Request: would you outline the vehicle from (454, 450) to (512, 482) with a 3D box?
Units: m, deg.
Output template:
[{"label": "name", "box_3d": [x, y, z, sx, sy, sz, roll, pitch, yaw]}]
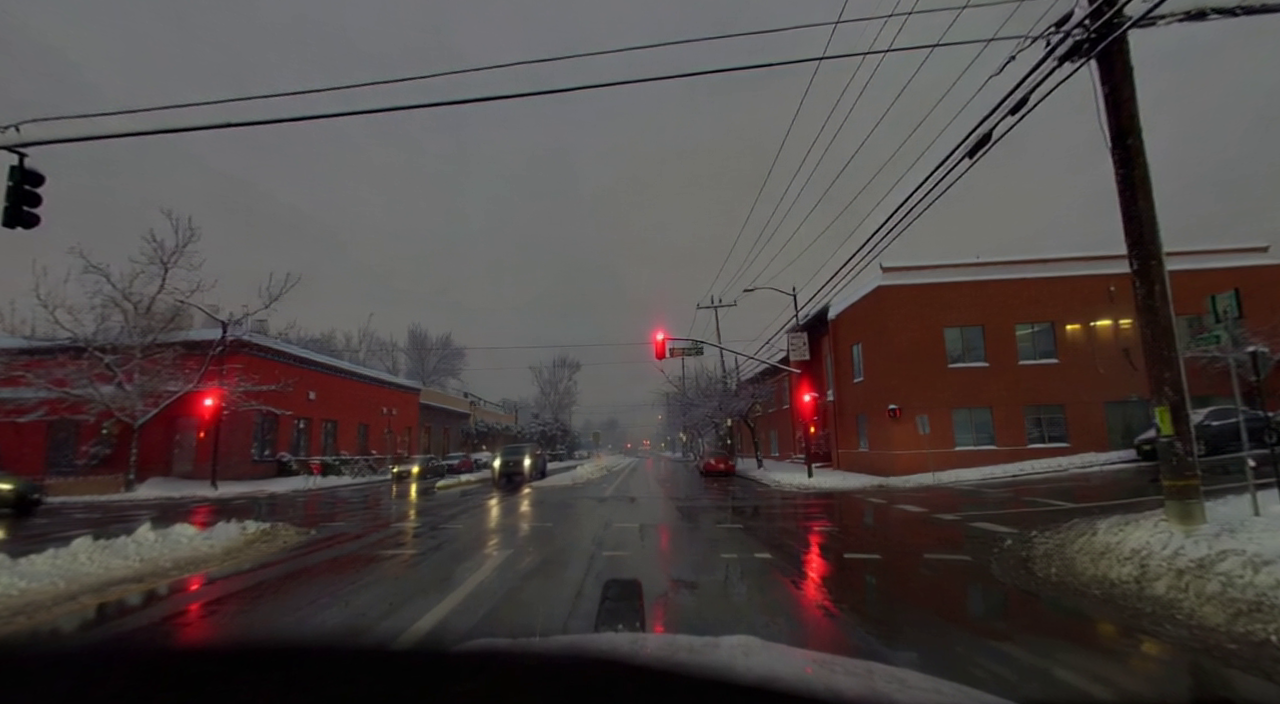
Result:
[{"label": "vehicle", "box_3d": [-8.697, 6.310, 35.181, 2.020, 1.672, 3.842, 0, -9, 3]}]

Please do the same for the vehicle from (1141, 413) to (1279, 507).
[{"label": "vehicle", "box_3d": [12.691, 2.173, 12.811, 3.234, 1.746, 1.941, -1, -9, 2]}]

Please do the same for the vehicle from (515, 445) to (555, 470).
[{"label": "vehicle", "box_3d": [-8.131, 8.257, 49.335, 2.096, 1.830, 4.752, 0, -9, 3]}]

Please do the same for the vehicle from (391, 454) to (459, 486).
[{"label": "vehicle", "box_3d": [-12.033, 6.612, 35.630, 1.943, 1.574, 4.727, 0, -9, 3]}]
